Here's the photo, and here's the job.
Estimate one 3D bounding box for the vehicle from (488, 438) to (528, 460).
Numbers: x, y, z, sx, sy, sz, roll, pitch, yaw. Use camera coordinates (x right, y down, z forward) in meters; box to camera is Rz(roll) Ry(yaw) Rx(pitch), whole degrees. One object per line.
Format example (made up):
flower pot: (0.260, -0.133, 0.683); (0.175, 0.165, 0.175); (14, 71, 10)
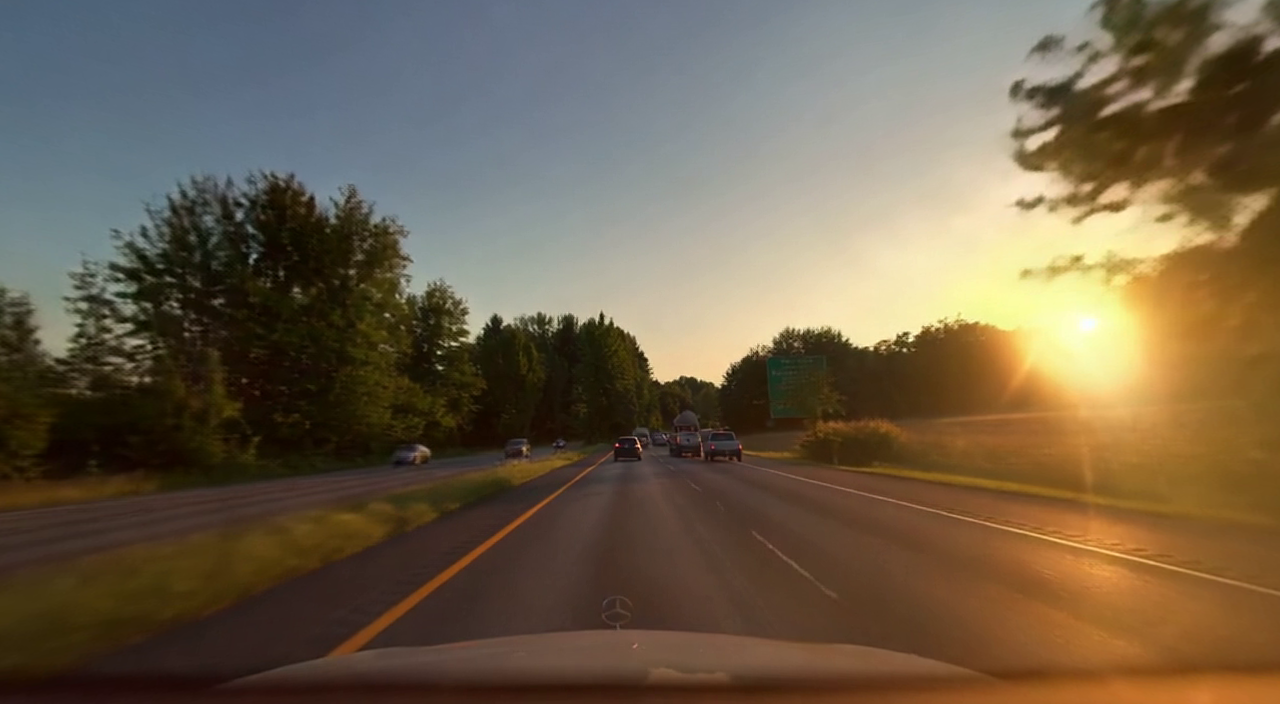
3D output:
vehicle: (-10.086, 7.439, 48.609); (2.163, 1.522, 4.269); (0, -8, 0)

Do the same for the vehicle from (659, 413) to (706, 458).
vehicle: (2.993, 6.190, 46.633); (2.728, 3.053, 7.708); (0, -8, -1)

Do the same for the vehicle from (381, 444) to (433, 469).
vehicle: (-14.390, 6.450, 39.123); (1.806, 1.418, 3.732); (0, -8, -1)

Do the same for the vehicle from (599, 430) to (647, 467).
vehicle: (-0.824, 4.710, 31.161); (2.206, 1.681, 4.111); (0, -8, -1)

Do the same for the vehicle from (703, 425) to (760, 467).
vehicle: (4.381, 4.566, 30.869); (2.073, 1.905, 4.023); (0, -8, -2)
